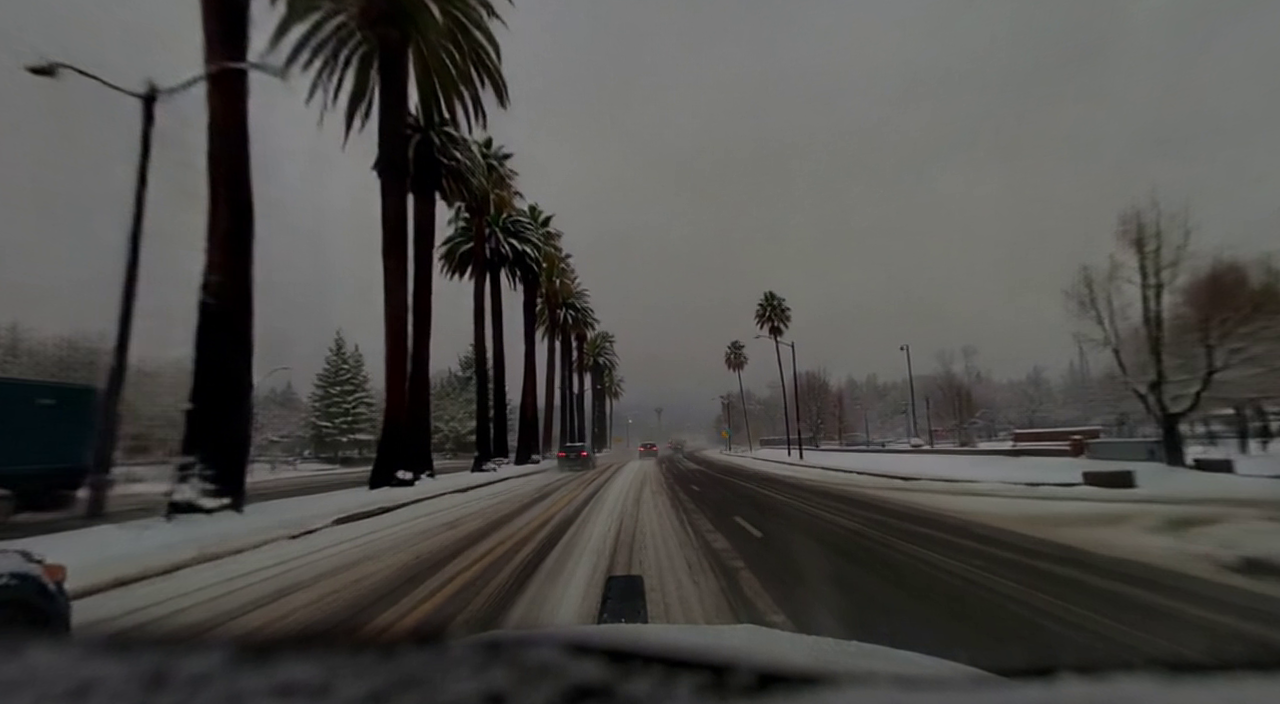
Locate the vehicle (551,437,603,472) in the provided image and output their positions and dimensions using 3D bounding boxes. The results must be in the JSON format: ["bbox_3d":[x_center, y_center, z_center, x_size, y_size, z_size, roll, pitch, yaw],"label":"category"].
[{"bbox_3d":[-3.438,5.709,35.093,2.188,1.819,4.667,-1,-8,3],"label":"vehicle"}]

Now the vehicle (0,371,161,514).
[{"bbox_3d":[-21.108,2.559,17.285,2.968,4.370,16.176,-1,-7,1],"label":"vehicle"}]
